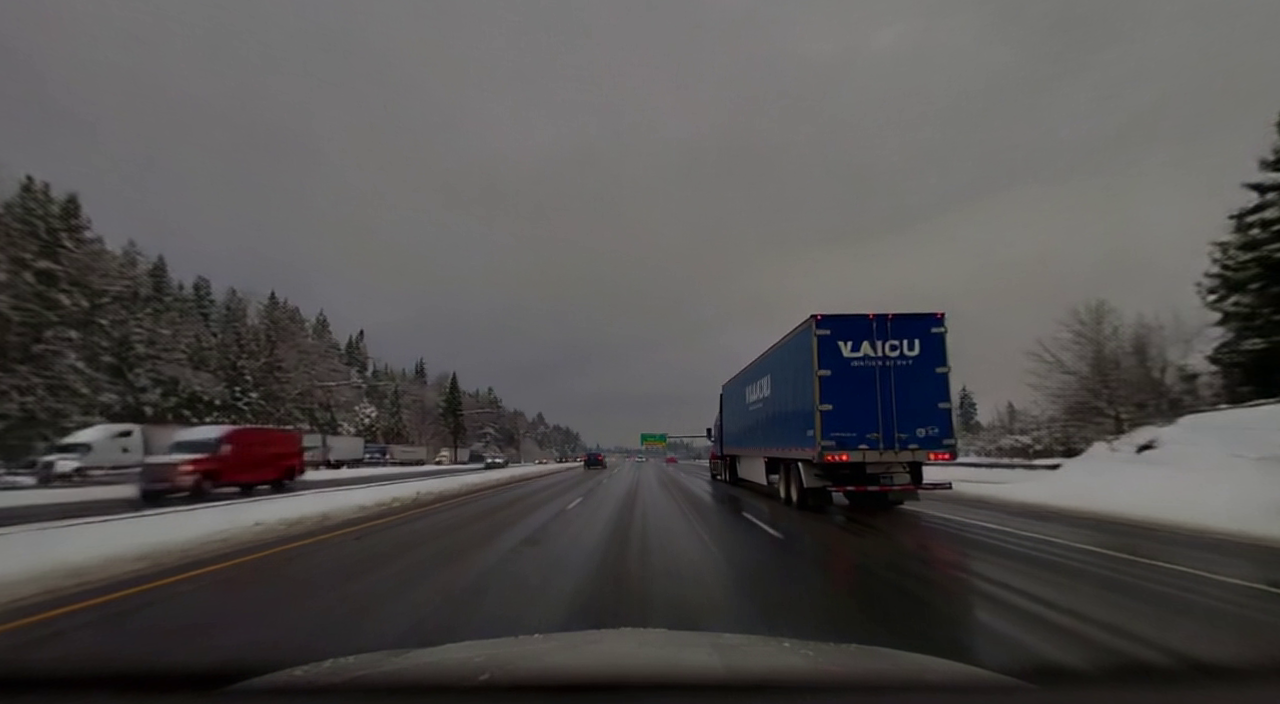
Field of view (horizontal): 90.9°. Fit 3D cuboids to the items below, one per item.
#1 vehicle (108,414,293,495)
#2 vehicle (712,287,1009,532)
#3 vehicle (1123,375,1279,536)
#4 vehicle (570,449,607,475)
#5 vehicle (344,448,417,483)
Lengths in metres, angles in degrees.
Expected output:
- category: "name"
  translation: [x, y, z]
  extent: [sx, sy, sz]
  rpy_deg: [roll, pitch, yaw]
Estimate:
- category: "vehicle"
  translation: [-15.828, 3.759, 23.306]
  extent: [2.519, 2.602, 5.775]
  rpy_deg: [0, -9, 1]
- category: "vehicle"
  translation: [4.409, 2.000, 17.548]
  extent: [2.847, 4.075, 14.244]
  rpy_deg: [0, -9, -1]
- category: "vehicle"
  translation: [17.880, 2.286, 13.806]
  extent: [2.856, 4.064, 14.685]
  rpy_deg: [0, -9, 0]
- category: "vehicle"
  translation: [-3.377, 7.308, 42.261]
  extent: [2.107, 1.626, 4.804]
  rpy_deg: [0, -9, 0]
- category: "vehicle"
  translation: [-11.376, 4.987, 27.835]
  extent: [1.703, 1.402, 3.514]
  rpy_deg: [0, -9, 0]
